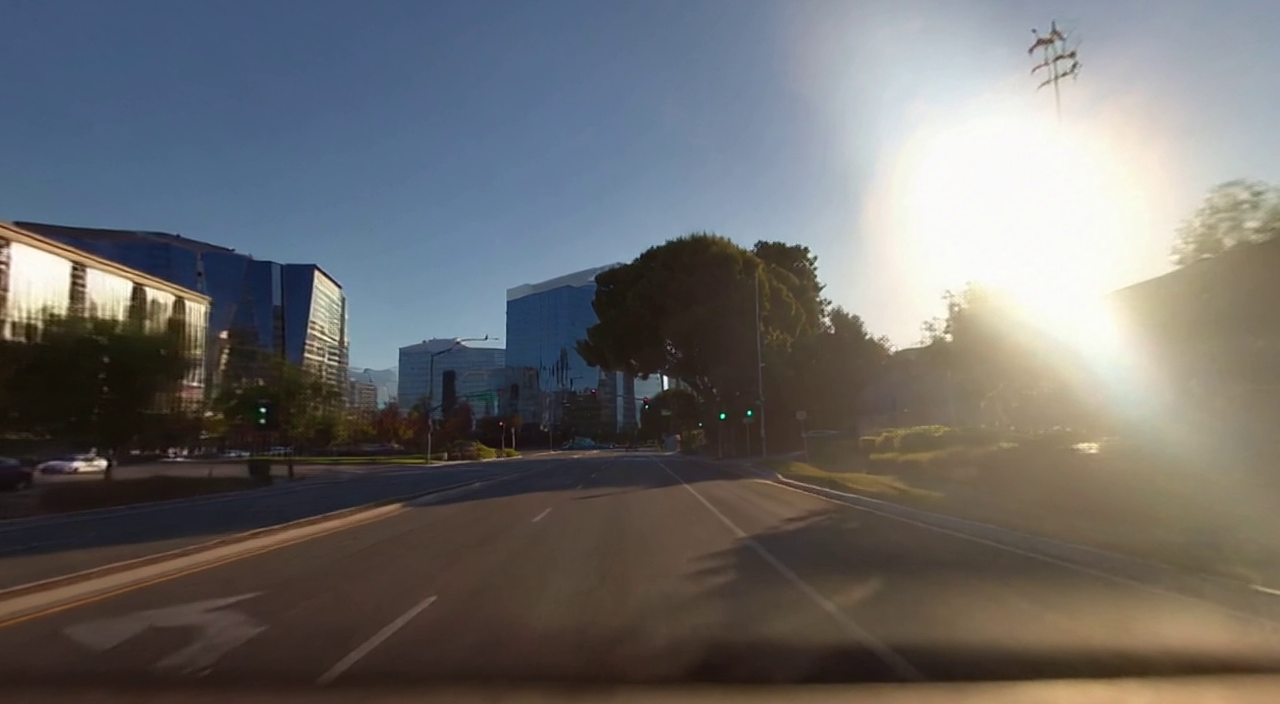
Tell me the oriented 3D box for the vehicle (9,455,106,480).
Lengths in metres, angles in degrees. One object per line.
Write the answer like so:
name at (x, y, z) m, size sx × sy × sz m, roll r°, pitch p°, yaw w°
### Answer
vehicle at (-37.032, 7.320, 40.343) m, size 1.807 × 1.460 × 4.600 m, roll 0°, pitch -9°, yaw 0°
